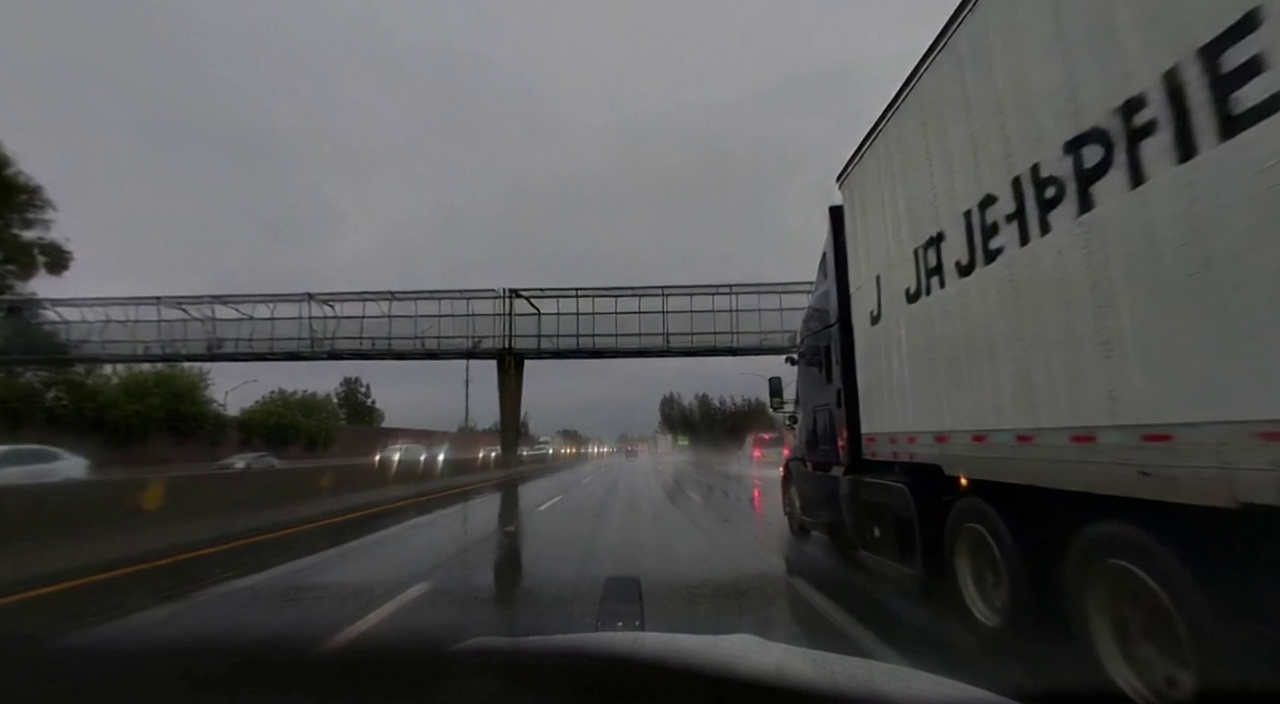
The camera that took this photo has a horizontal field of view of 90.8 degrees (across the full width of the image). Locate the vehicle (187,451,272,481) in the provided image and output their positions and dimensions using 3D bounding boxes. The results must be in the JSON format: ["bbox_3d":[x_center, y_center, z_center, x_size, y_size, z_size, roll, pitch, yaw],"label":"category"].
[{"bbox_3d":[-21.544,5.977,33.350,1.918,1.450,3.803,0,-9,0],"label":"vehicle"}]

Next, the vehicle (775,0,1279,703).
[{"bbox_3d":[3.371,0.046,4.605,3.210,4.239,7.307,0,-9,1],"label":"vehicle"}]
